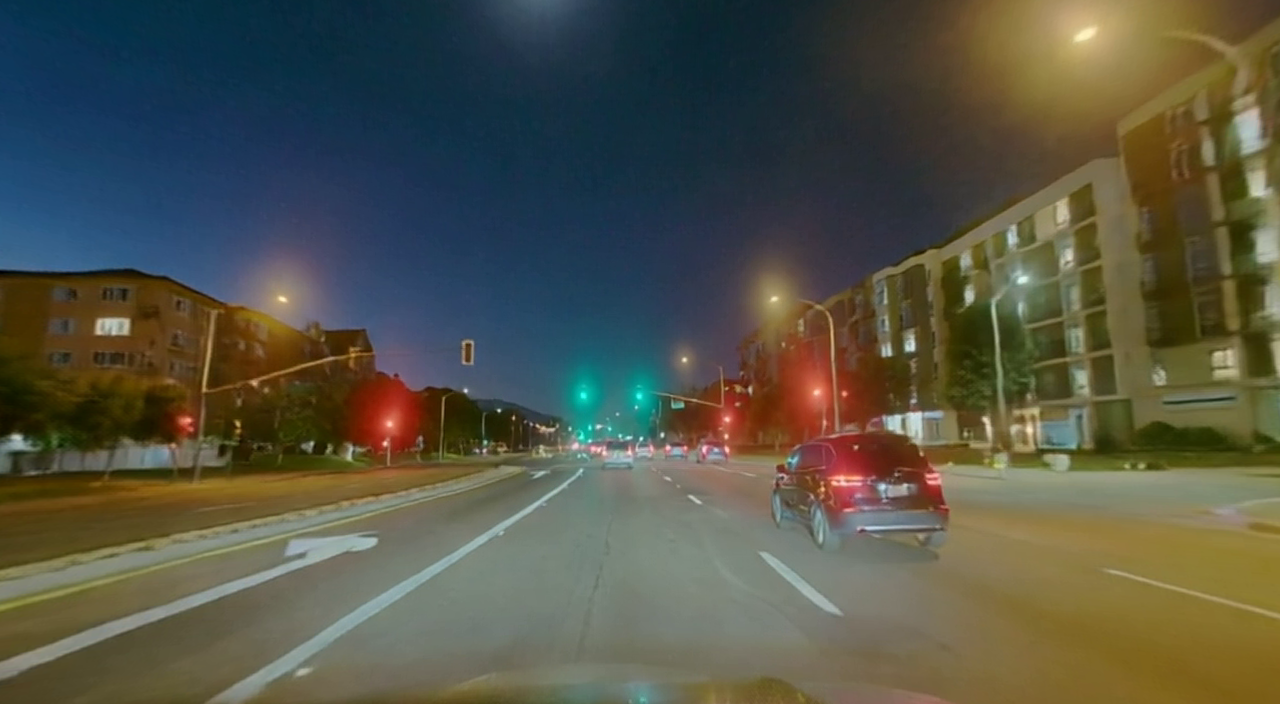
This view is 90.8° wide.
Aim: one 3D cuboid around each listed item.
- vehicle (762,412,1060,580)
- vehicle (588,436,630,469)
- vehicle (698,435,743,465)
[{"bbox_3d":[3.197,1.798,8.759,1.893,1.664,4.670,1,-8,-2],"label":"vehicle"},{"bbox_3d":[-1.680,5.431,34.251,2.101,1.641,4.341,1,-8,-2],"label":"vehicle"},{"bbox_3d":[5.373,6.666,43.069,2.052,1.886,5.297,1,-8,-4],"label":"vehicle"}]
